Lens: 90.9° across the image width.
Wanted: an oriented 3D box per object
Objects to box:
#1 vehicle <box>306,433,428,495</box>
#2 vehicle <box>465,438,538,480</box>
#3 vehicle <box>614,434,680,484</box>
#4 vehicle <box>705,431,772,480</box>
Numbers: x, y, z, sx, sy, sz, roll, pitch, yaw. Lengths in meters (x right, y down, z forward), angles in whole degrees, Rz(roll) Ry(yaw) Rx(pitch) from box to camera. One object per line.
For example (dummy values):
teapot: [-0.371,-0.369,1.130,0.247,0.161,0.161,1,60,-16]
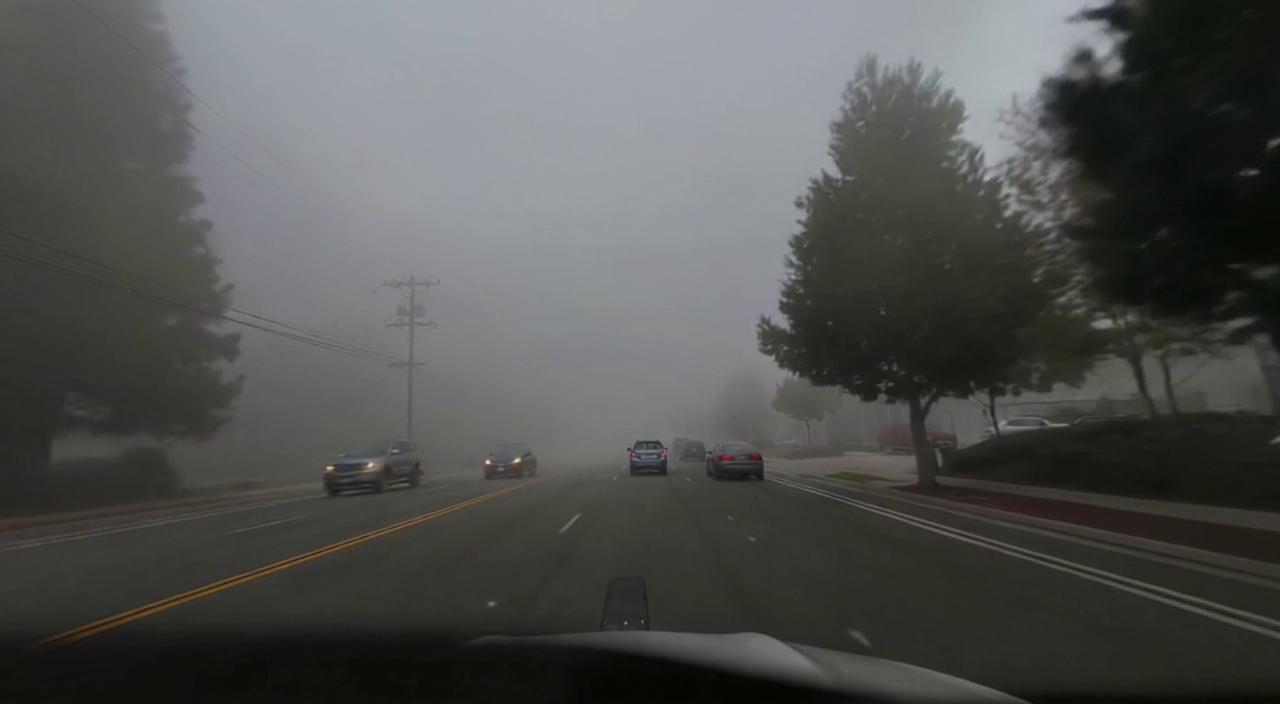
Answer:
vehicle: [-9.521,3.917,22.454,2.109,1.826,4.704,-4,-9,2]
vehicle: [-6.041,4.731,28.180,2.187,1.711,4.505,0,-8,1]
vehicle: [0.263,3.867,23.173,2.200,1.653,4.127,0,-8,1]
vehicle: [3.687,3.960,24.291,1.914,1.698,4.049,0,-8,0]
